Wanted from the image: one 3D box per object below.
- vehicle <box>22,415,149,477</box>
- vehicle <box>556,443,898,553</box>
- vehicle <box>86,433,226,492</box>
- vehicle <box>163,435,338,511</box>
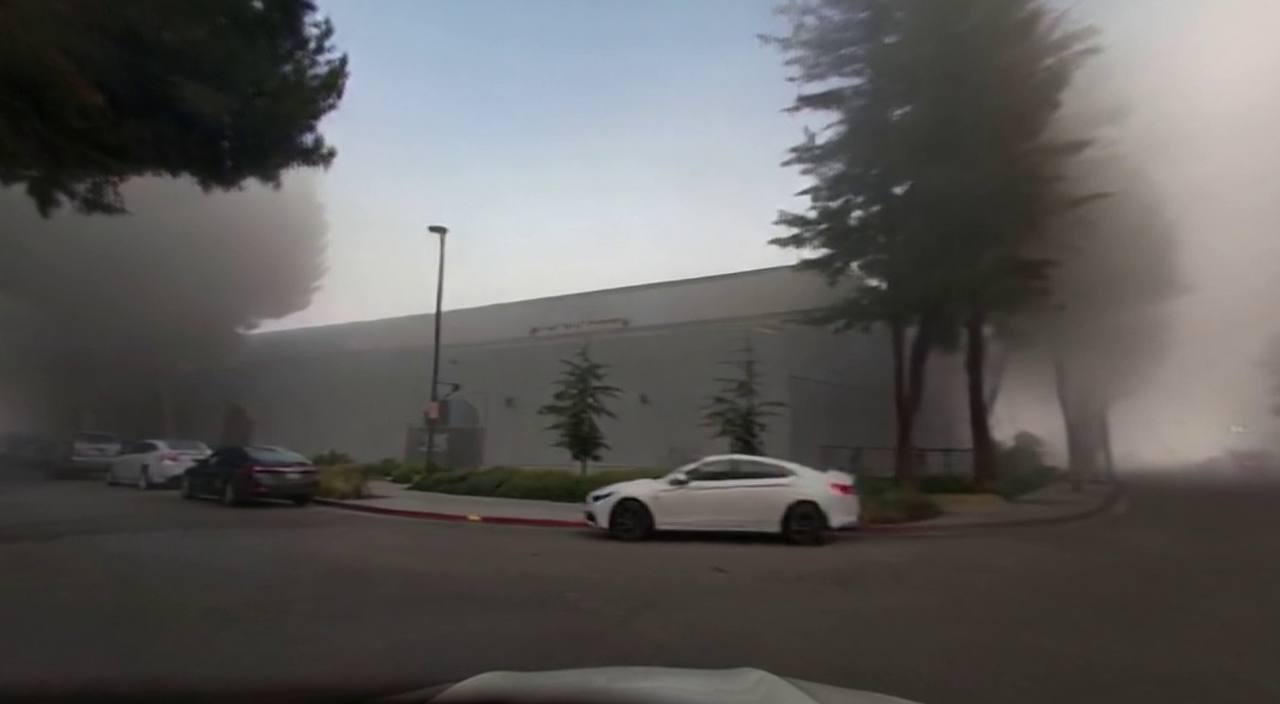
[{"bbox_3d":[-19.880,3.410,22.516,4.898,1.972,2.242,-7,-13,37],"label":"vehicle"},{"bbox_3d":[1.214,2.236,9.876,4.770,1.448,1.983,1,-11,0],"label":"vehicle"},{"bbox_3d":[-13.965,3.169,18.107,4.498,1.479,1.815,-7,-13,35],"label":"vehicle"},{"bbox_3d":[-8.998,2.742,14.482,4.118,1.482,1.889,-7,-13,36],"label":"vehicle"}]
